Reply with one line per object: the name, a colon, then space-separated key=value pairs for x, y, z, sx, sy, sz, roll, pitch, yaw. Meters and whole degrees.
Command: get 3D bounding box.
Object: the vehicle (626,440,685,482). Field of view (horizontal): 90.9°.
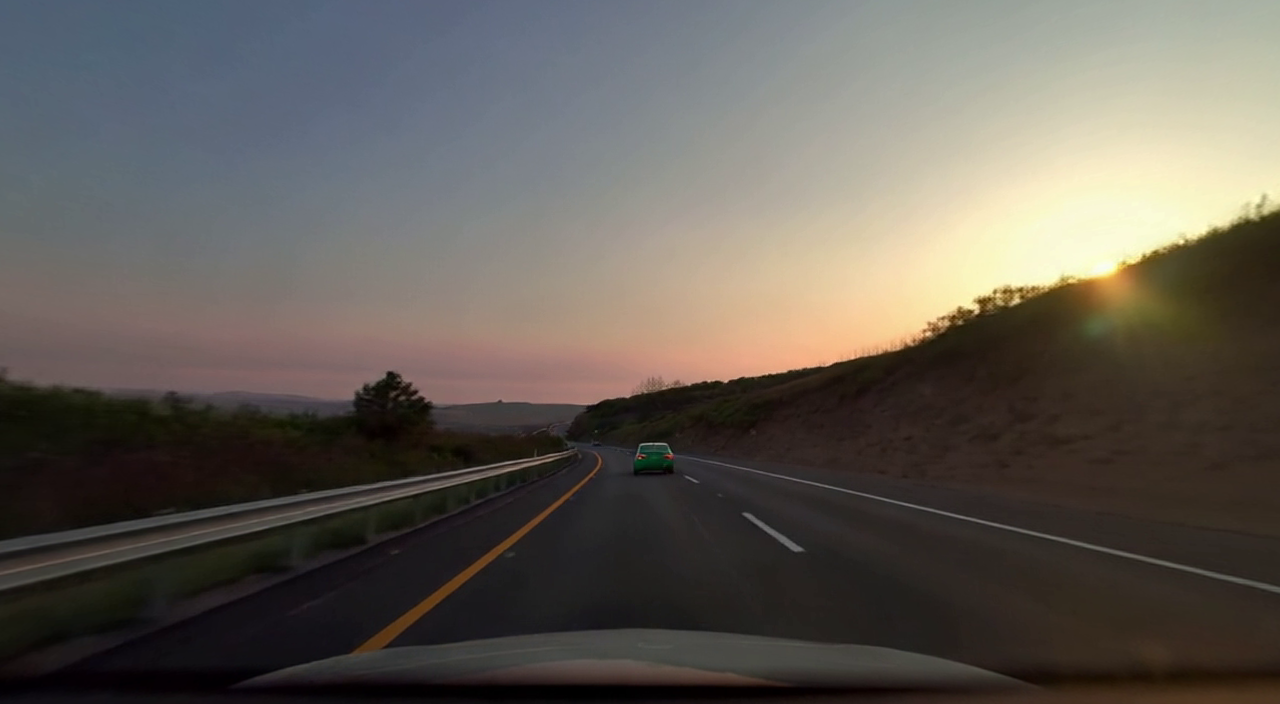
vehicle: x=0.508 y=4.237 z=24.793 sx=2.029 sy=1.474 sz=4.183 roll=0 pitch=-9 yaw=-2
